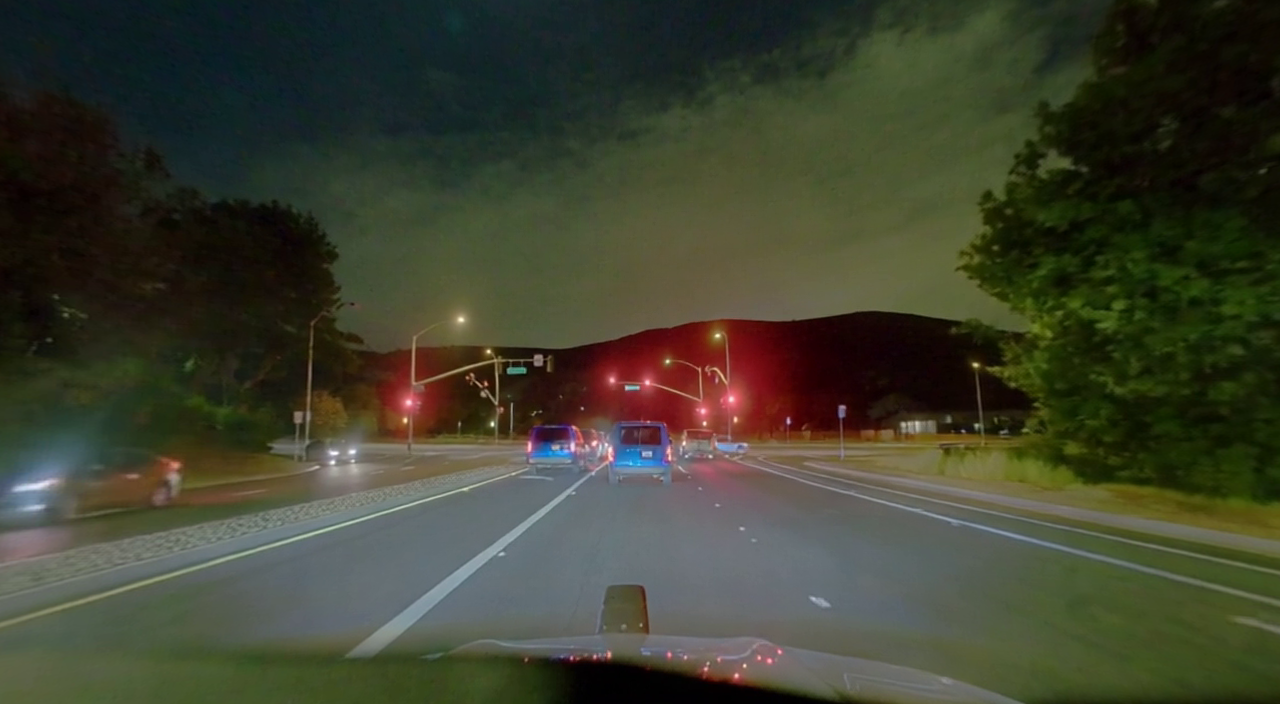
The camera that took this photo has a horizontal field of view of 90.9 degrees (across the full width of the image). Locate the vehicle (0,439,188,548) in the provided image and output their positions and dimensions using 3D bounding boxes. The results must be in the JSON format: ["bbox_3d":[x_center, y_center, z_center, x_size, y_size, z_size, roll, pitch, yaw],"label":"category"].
[{"bbox_3d":[-9.869,2.181,10.229,1.991,1.469,4.596,1,-9,-5],"label":"vehicle"}]

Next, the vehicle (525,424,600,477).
[{"bbox_3d":[-2.770,3.679,23.699,2.131,1.783,4.540,0,-8,2],"label":"vehicle"}]

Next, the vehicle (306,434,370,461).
[{"bbox_3d":[-20.989,6.644,43.721,4.717,1.754,2.053,-7,-11,39],"label":"vehicle"}]

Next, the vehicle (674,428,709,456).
[{"bbox_3d":[3.263,5.777,40.430,1.817,1.662,3.843,0,-8,-1],"label":"vehicle"}]

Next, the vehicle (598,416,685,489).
[{"bbox_3d":[0.093,2.854,18.117,2.185,1.822,4.391,0,-8,2],"label":"vehicle"}]
